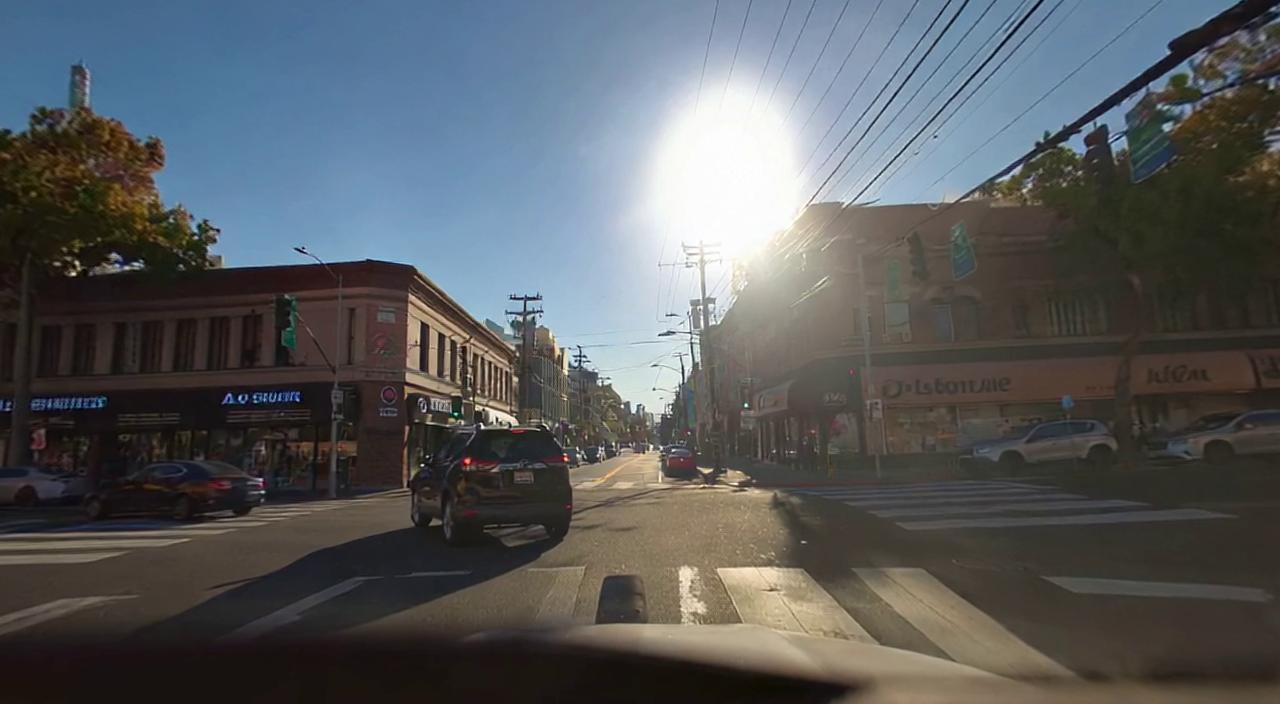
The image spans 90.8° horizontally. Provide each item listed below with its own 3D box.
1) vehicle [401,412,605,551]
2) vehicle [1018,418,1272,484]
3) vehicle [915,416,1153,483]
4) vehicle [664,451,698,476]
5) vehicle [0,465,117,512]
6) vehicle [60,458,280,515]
[{"bbox_3d":[-2.671,2.154,11.320,2.440,1.882,4.611,4,-9,-26],"label":"vehicle"},{"bbox_3d":[13.225,2.618,16.837,4.815,1.501,2.157,-2,-8,1],"label":"vehicle"},{"bbox_3d":[12.043,3.020,19.700,5.716,1.894,2.433,-1,-8,1],"label":"vehicle"},{"bbox_3d":[2.653,7.314,41.715,2.062,1.526,3.989,0,-8,2],"label":"vehicle"},{"bbox_3d":[-22.764,5.054,23.567,4.703,1.550,2.059,-1,-8,2],"label":"vehicle"},{"bbox_3d":[-12.898,3.681,17.520,4.666,1.400,2.050,-1,-8,7],"label":"vehicle"}]
